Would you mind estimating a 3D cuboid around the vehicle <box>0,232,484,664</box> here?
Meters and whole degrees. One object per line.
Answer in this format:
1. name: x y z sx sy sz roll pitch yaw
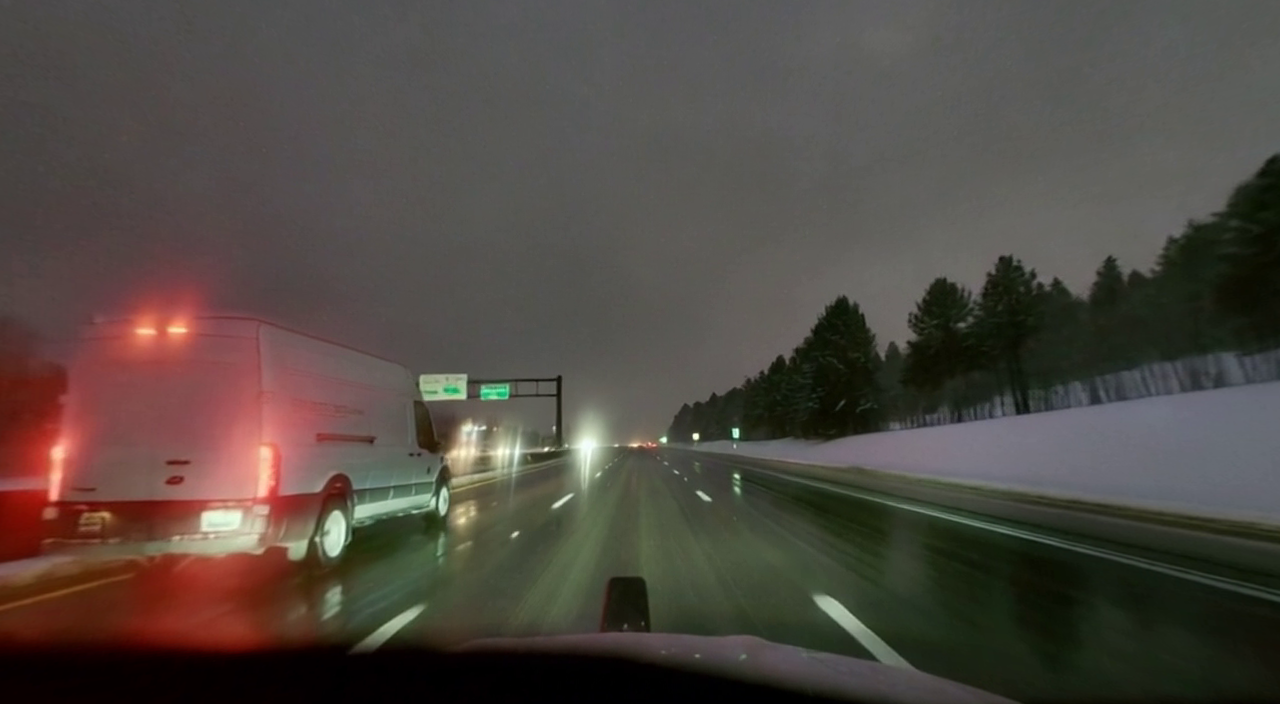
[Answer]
1. vehicle: -3.861 1.002 7.131 2.443 2.586 6.701 0 -8 0
